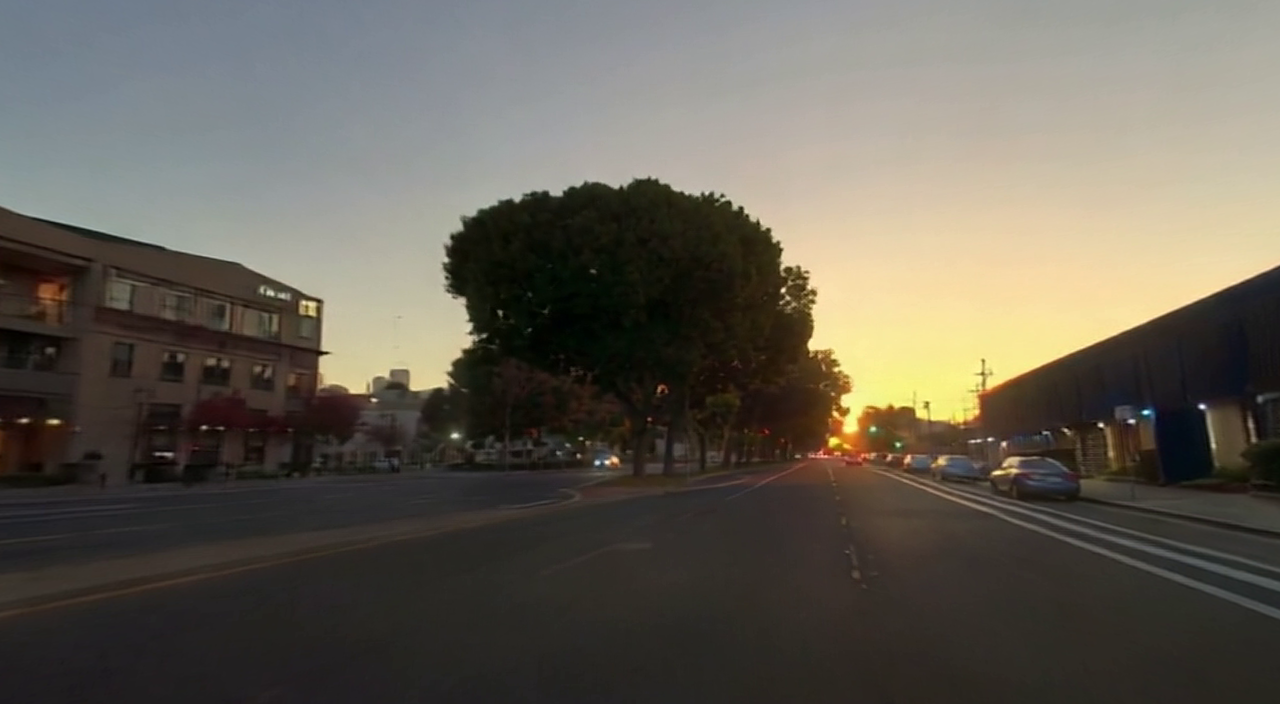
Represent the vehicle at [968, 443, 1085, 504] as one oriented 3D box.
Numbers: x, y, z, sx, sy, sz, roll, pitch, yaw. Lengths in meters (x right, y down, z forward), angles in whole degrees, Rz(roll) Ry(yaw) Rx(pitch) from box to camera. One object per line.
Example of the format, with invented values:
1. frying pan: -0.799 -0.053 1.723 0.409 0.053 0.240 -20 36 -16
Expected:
1. vehicle: 13.128 4.077 21.836 2.152 1.869 4.476 -2 -8 14
